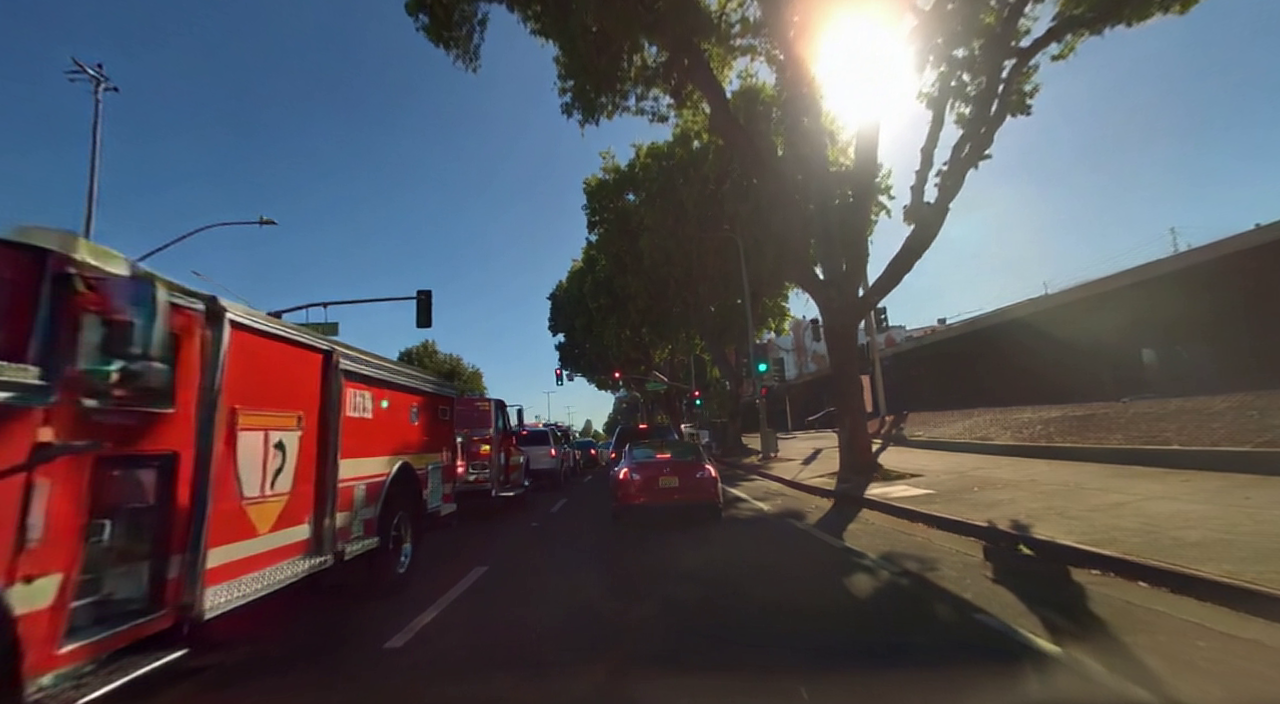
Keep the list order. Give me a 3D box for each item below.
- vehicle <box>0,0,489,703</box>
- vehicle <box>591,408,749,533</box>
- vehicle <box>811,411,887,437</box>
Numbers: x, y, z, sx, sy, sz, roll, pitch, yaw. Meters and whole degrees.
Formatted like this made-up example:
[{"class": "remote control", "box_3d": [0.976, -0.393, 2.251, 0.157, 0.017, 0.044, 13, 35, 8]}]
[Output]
[{"class": "vehicle", "box_3d": [-3.676, -0.131, 1.802, 3.631, 3.655, 12.773, 0, -8, -1]}, {"class": "vehicle", "box_3d": [0.278, 2.109, 11.859, 2.332, 1.831, 4.930, 0, -8, -4]}, {"class": "vehicle", "box_3d": [14.474, 5.022, 43.915, 4.528, 1.704, 2.073, 2, -9, -12]}]
